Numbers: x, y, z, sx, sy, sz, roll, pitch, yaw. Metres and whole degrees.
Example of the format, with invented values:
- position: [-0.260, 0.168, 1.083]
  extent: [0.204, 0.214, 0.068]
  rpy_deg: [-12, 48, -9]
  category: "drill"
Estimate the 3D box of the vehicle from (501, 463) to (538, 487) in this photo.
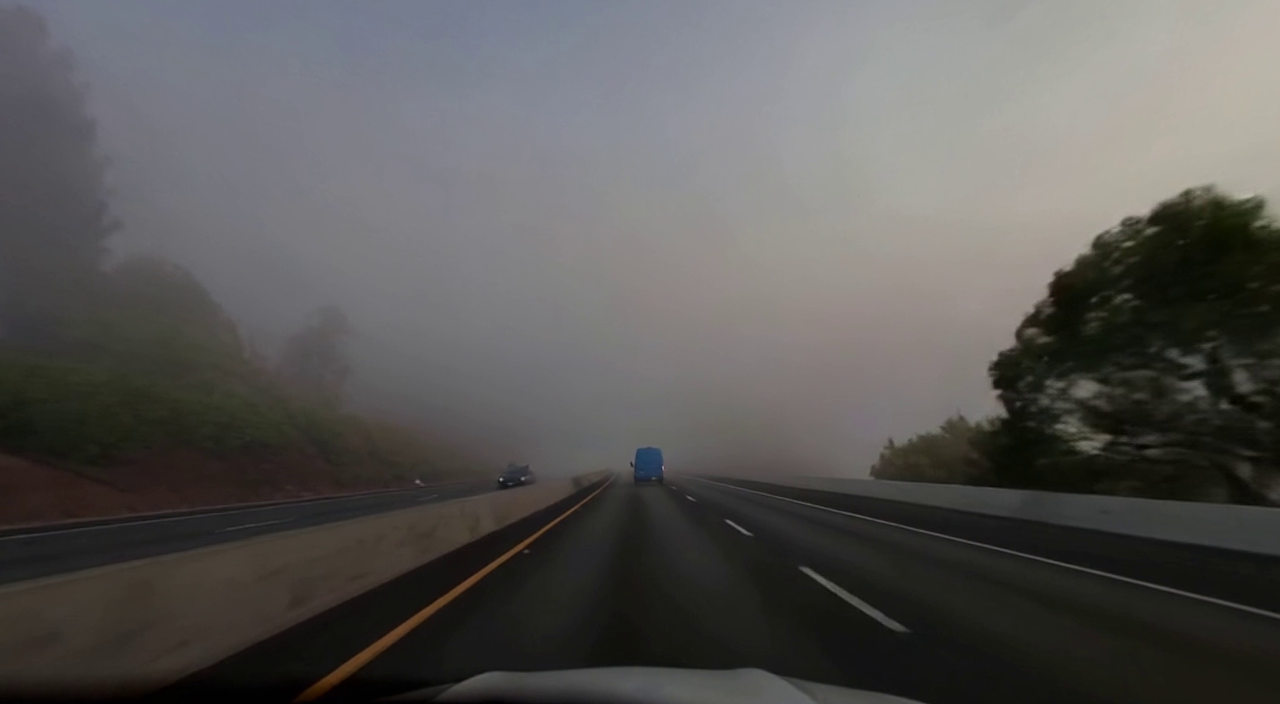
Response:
- position: [-8.466, 8.708, 44.614]
  extent: [1.856, 1.540, 3.882]
  rpy_deg: [1, -10, 0]
  category: "vehicle"

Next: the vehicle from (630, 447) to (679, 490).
- position: [0.745, 6.454, 34.944]
  extent: [2.429, 2.167, 4.558]
  rpy_deg: [1, -10, -2]
  category: "vehicle"
